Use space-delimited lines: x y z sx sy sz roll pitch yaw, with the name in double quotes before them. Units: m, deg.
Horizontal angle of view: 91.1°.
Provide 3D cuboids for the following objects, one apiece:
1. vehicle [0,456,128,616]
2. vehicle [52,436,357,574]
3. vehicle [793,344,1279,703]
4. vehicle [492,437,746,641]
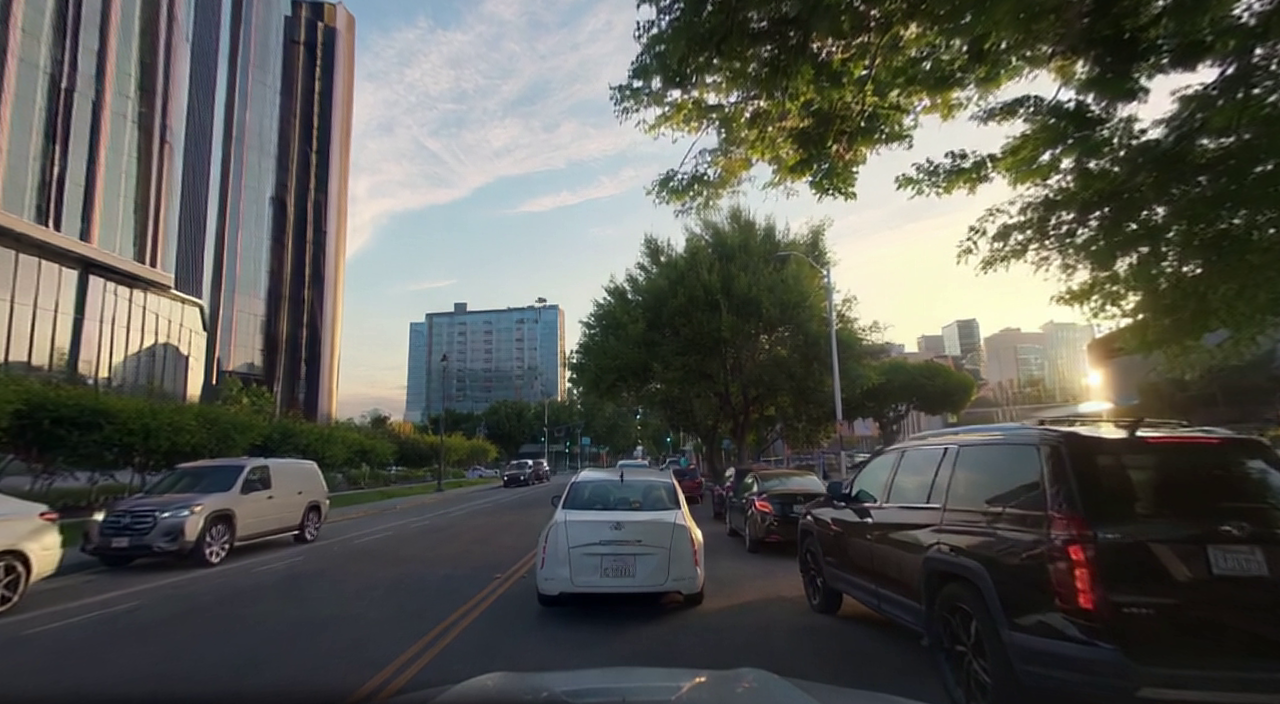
"vehicle" -6.953 1.581 5.158 1.900 1.471 4.202 1 -10 0
"vehicle" -6.822 2.515 10.681 1.994 1.701 4.520 -3 -12 -1
"vehicle" 2.717 1.327 4.952 1.868 1.920 4.501 1 -10 0
"vehicle" -0.148 1.834 6.925 2.018 1.583 3.646 1 -10 0
